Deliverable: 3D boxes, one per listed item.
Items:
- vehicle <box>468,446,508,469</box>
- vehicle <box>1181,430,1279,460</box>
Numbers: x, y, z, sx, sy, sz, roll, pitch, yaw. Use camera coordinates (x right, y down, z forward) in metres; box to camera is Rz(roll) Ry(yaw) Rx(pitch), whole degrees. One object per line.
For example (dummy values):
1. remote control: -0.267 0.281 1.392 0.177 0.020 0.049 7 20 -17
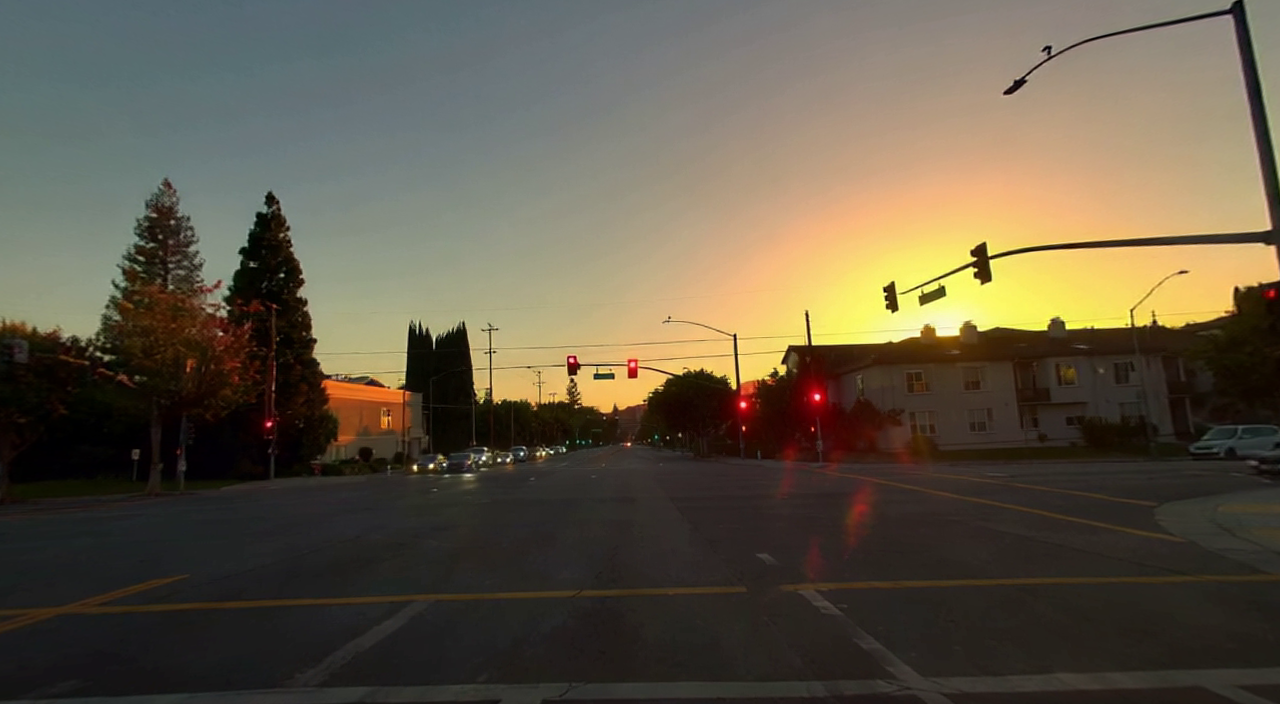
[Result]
1. vehicle: -10.716 7.457 44.755 1.881 1.509 3.377 0 -9 1
2. vehicle: 31.306 4.885 33.025 4.318 1.488 1.870 0 -9 -1
